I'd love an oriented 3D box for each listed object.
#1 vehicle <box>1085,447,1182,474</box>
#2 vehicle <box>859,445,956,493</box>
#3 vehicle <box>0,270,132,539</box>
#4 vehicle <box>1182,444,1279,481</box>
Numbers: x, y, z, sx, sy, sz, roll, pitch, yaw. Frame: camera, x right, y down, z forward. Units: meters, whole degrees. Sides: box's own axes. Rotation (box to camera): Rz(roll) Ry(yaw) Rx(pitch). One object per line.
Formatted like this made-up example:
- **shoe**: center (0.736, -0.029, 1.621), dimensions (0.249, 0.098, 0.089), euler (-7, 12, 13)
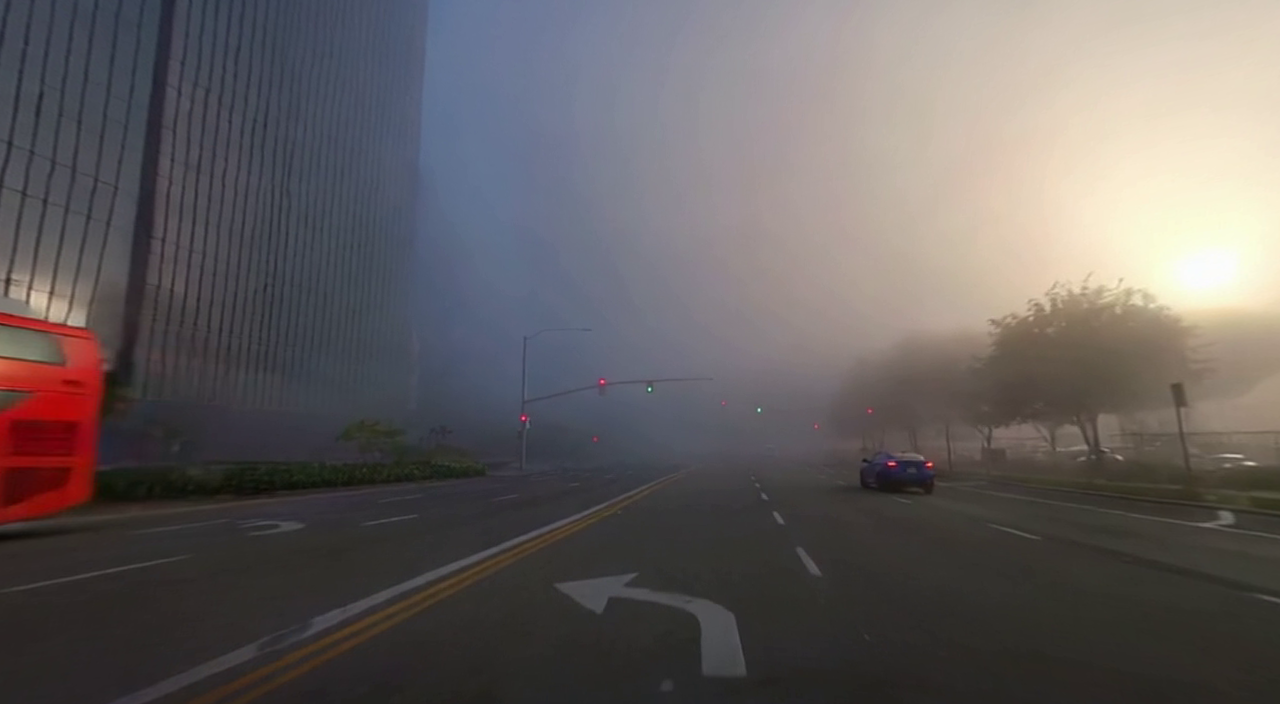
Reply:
- **vehicle**: center (28.998, 6.379, 37.114), dimensions (3.896, 1.471, 1.936), euler (-2, -8, 10)
- **vehicle**: center (9.303, 4.075, 22.311), dimensions (1.993, 1.501, 4.127), euler (-1, -9, 6)
- **vehicle**: center (-12.801, 0.174, 5.987), dimensions (3.110, 4.418, 13.688), euler (-1, -9, 7)
- **vehicle**: center (28.220, 5.152, 29.407), dimensions (3.824, 1.453, 1.894), euler (-4, -8, 6)
